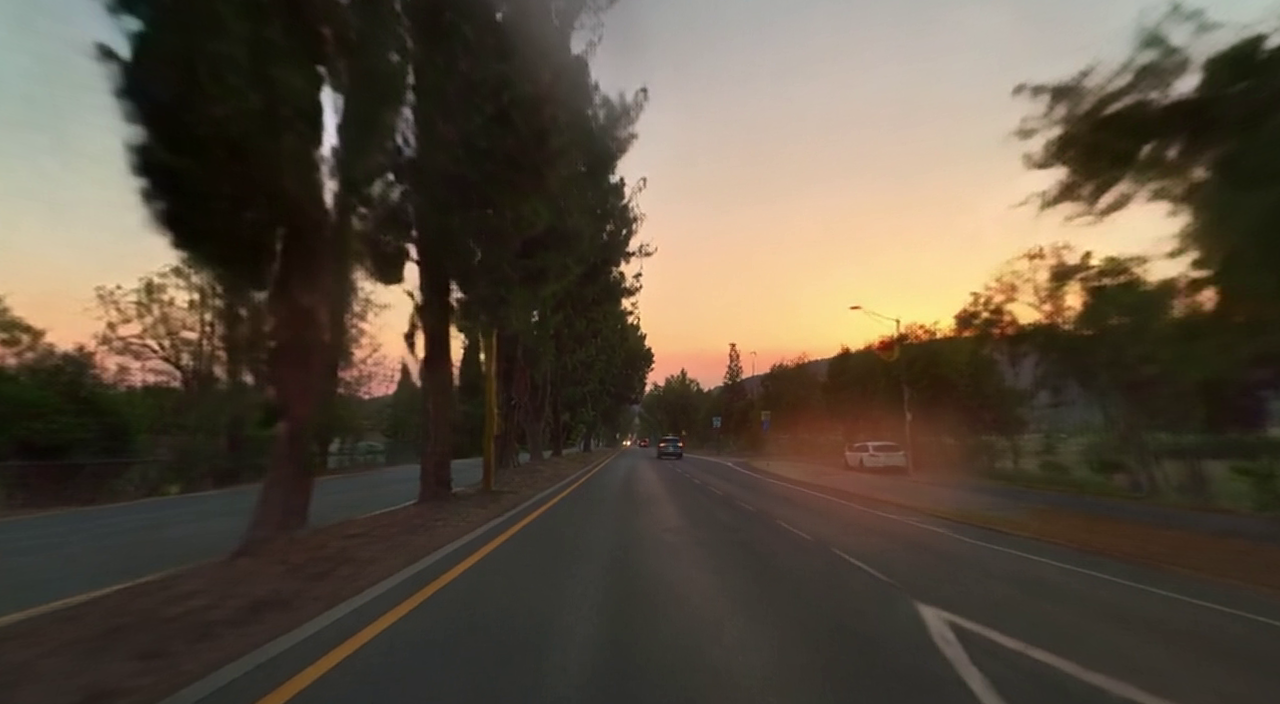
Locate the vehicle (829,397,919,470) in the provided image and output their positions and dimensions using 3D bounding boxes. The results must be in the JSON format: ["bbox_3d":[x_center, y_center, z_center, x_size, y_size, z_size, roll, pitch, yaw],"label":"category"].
[{"bbox_3d":[10.934,3.933,30.065,3.250,3.147,4.411,-2,-9,12],"label":"vehicle"}]

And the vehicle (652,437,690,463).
[{"bbox_3d":[2.179,7.067,45.633,2.183,1.744,4.424,1,-9,-4],"label":"vehicle"}]
